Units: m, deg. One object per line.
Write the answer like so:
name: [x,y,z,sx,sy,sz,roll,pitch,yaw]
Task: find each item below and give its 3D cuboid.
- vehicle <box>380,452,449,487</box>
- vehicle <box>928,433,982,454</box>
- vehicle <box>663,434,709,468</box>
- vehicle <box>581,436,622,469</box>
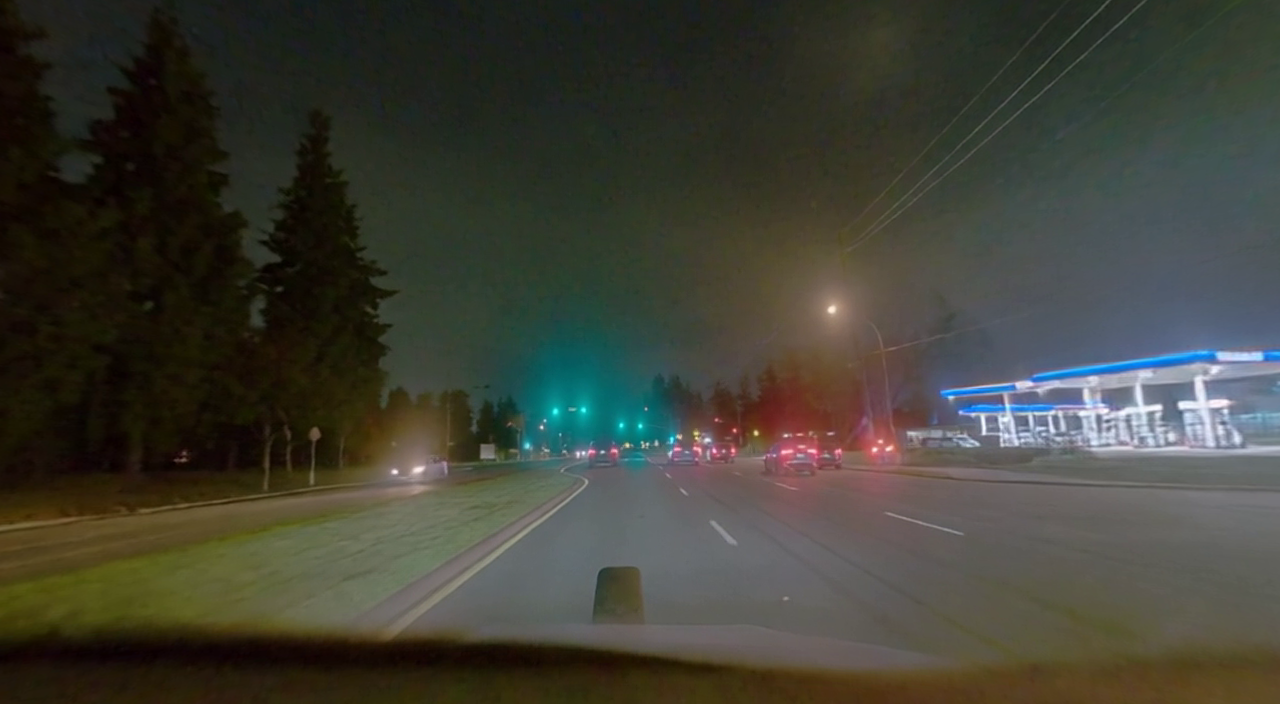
vehicle: [-11.917,6.224,33.694,1.934,1.674,4.445,0,-8,1]
vehicle: [24.140,7.045,48.528,1.805,1.460,4.326,0,-9,-2]
vehicle: [2.546,5.685,36.239,2.140,1.800,4.660,0,-8,-2]
vehicle: [-2.379,6.057,38.235,2.261,1.820,4.255,1,-9,-6]
